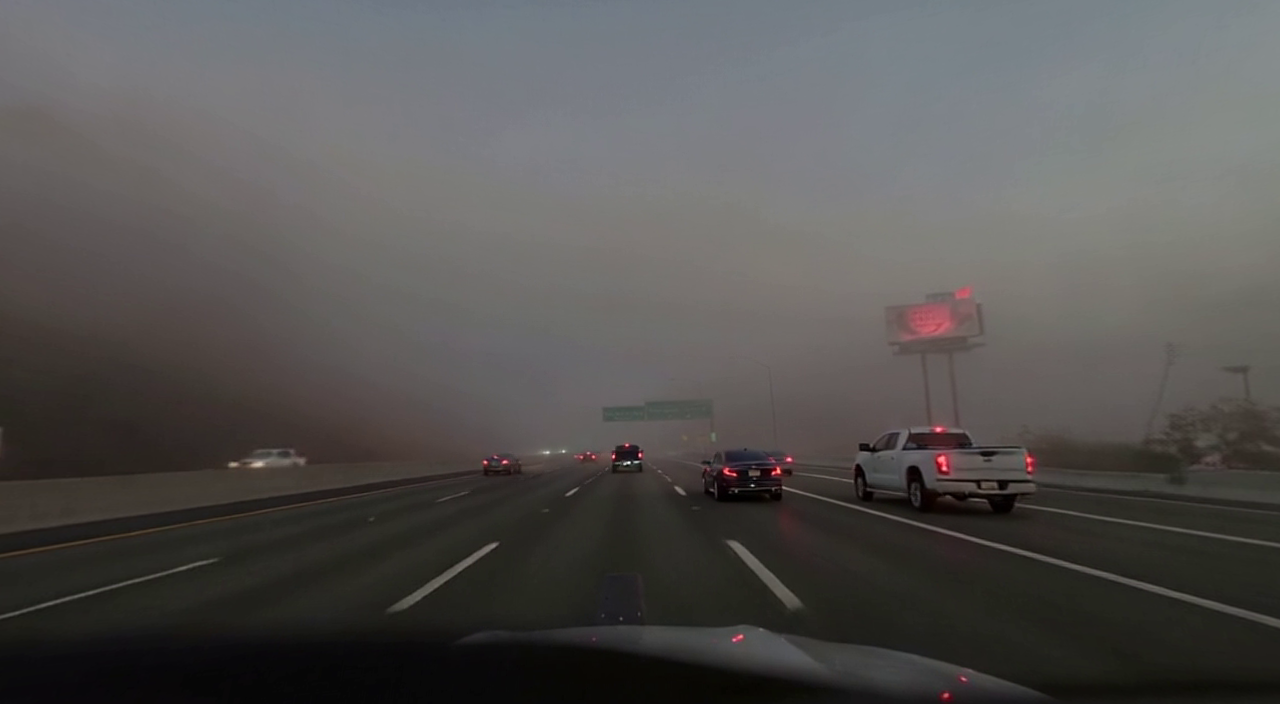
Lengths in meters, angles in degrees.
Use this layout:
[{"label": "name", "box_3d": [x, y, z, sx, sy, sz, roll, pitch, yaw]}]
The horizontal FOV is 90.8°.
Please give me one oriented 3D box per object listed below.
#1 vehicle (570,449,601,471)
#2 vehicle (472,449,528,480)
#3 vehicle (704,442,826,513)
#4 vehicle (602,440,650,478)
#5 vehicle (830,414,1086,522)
[{"label": "vehicle", "box_3d": [-4.036, 8.044, 47.294, 1.935, 1.487, 4.076, 0, -8, 0]}, {"label": "vehicle", "box_3d": [-7.188, 5.810, 32.861, 1.920, 1.482, 4.385, 0, -8, 0]}, {"label": "vehicle", "box_3d": [2.848, 2.958, 15.455, 2.011, 1.462, 4.286, 0, -8, -1]}, {"label": "vehicle", "box_3d": [-0.693, 5.535, 32.890, 2.323, 1.805, 4.729, 0, -9, 0]}, {"label": "vehicle", "box_3d": [6.574, 2.508, 14.278, 2.635, 1.919, 5.907, 0, -8, -1]}]
